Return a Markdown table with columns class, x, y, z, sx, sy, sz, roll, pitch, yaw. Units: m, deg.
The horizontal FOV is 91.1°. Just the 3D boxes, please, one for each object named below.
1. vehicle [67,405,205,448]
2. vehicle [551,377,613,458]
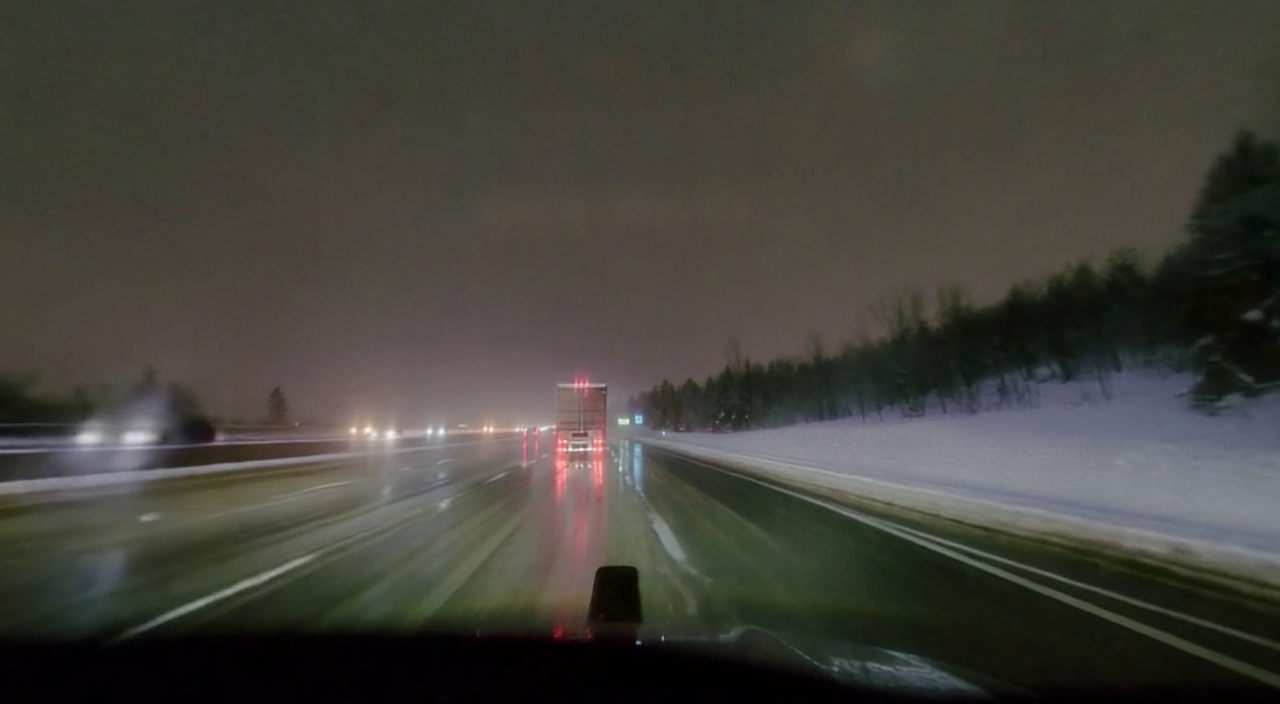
| class | x | y | z | sx | sy | sz | roll | pitch | yaw |
| --- | --- | --- | --- | --- | --- | --- | --- | --- | --- |
| vehicle | -22.039 | 3.316 | 27.819 | 2.213 | 1.692 | 4.978 | 2 | -7 | -4 |
| vehicle | -3.296 | 4.059 | 37.241 | 3.002 | 3.987 | 12.477 | 1 | -8 | -4 |
